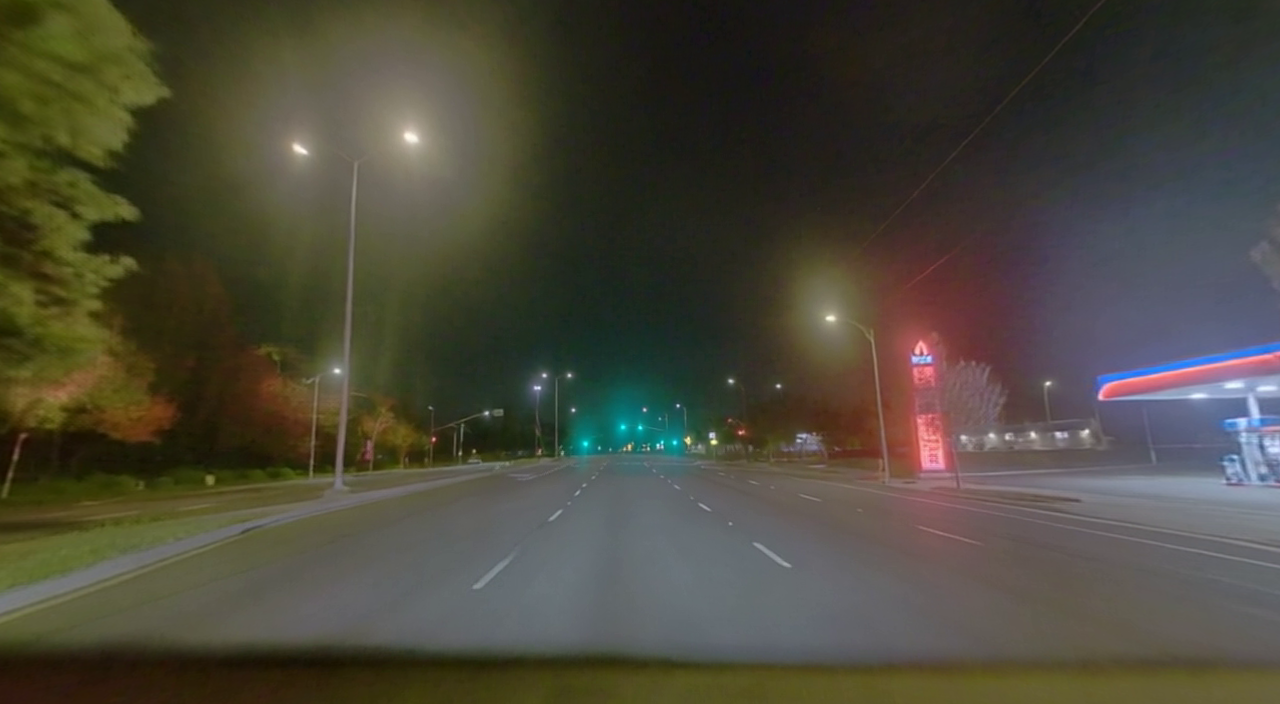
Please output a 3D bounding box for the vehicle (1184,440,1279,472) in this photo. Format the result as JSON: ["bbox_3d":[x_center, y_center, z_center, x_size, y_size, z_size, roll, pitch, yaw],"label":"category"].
[{"bbox_3d":[31.087,5.443,33.056,1.591,1.491,4.005,-2,-10,1],"label":"vehicle"}]
